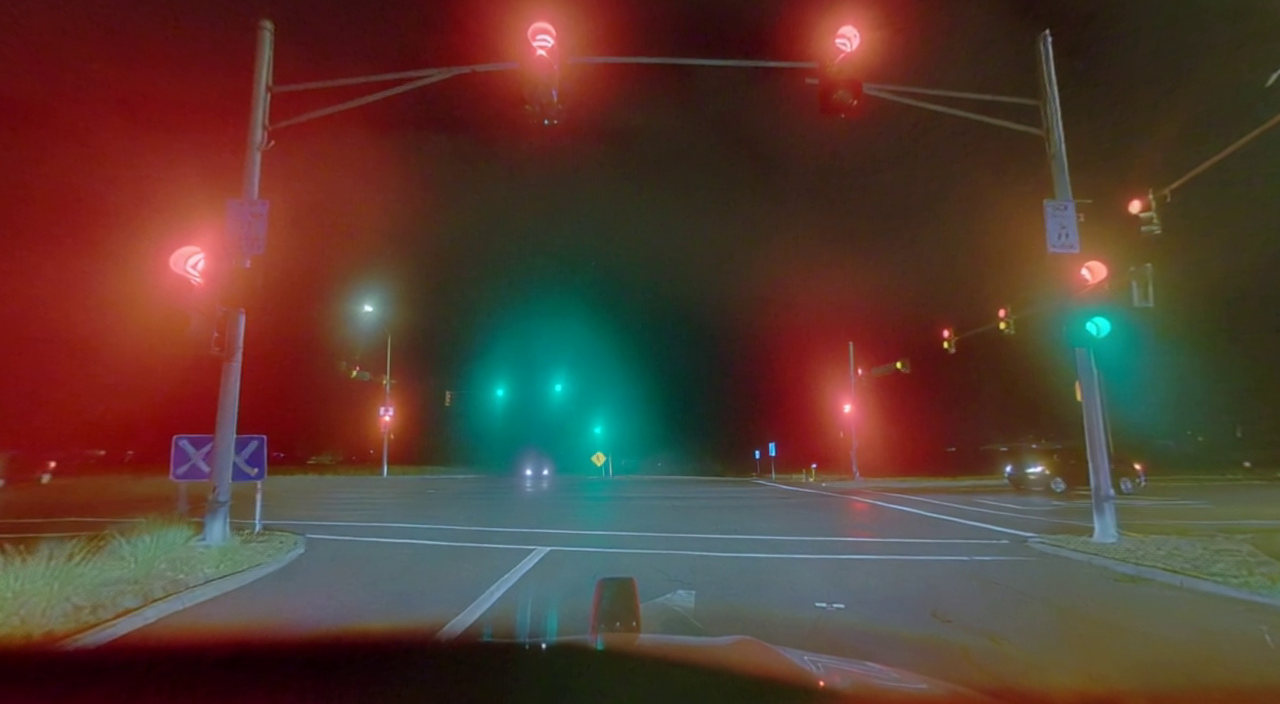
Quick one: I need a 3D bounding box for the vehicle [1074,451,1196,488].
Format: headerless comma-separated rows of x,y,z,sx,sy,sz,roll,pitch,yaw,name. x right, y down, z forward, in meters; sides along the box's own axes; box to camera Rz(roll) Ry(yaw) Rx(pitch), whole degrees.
22.742,5.451,29.057,3.998,1.590,1.936,1,-12,-6,vehicle

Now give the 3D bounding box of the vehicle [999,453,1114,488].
21.392,6.115,32.469,4.455,1.647,2.124,1,-12,-7,vehicle
